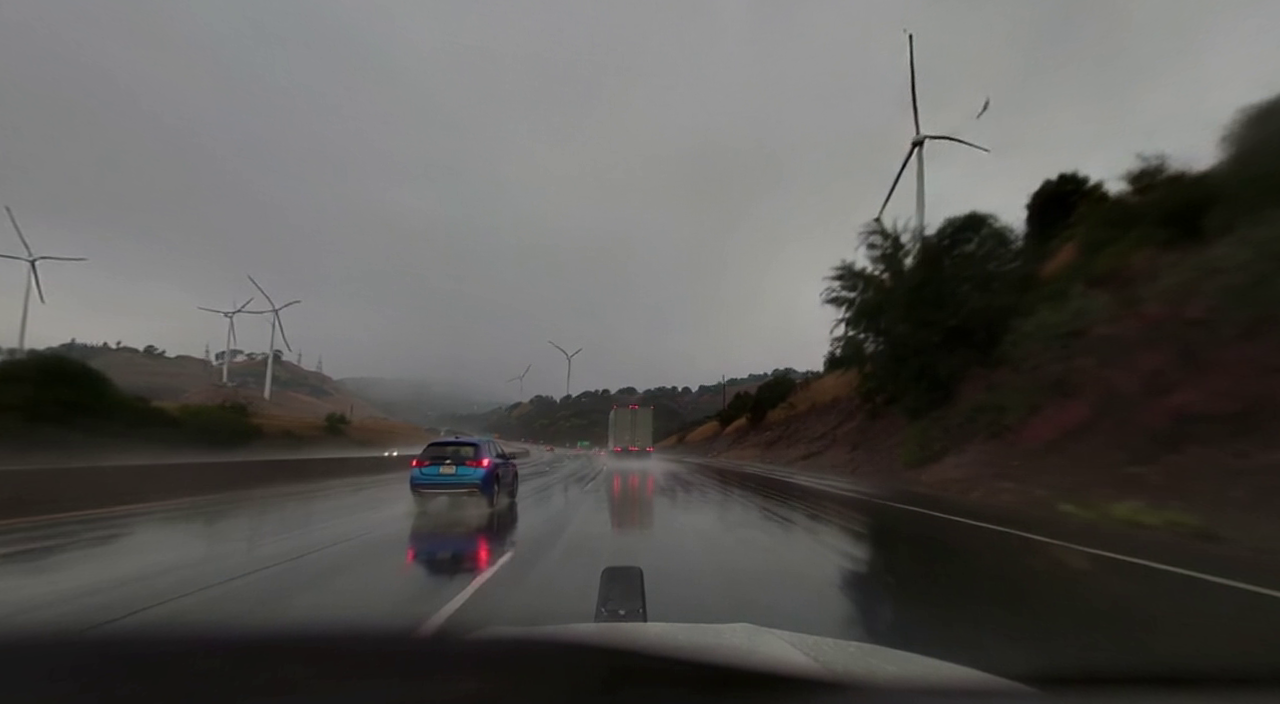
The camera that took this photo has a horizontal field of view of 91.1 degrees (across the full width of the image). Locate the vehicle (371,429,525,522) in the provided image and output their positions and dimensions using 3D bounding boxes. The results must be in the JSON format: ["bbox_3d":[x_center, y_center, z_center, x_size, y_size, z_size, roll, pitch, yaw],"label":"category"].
[{"bbox_3d":[-3.875,2.537,13.446,2.109,1.684,3.783,0,-8,0],"label":"vehicle"}]
